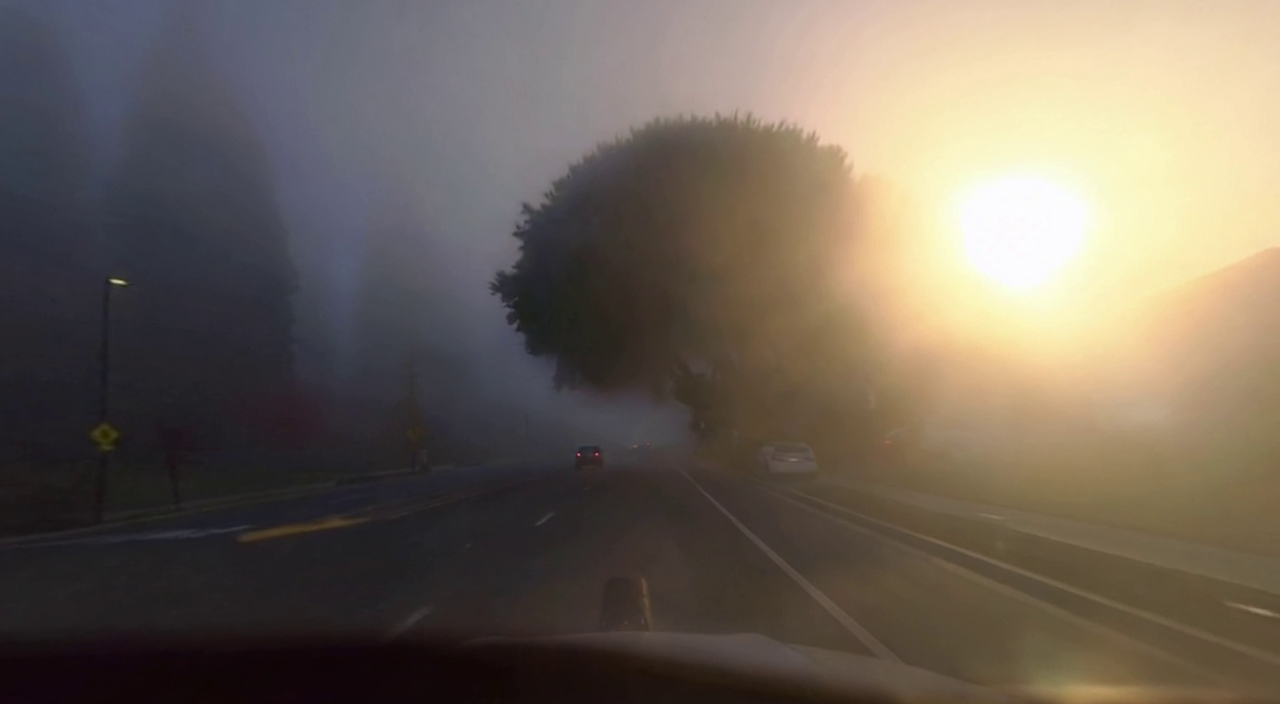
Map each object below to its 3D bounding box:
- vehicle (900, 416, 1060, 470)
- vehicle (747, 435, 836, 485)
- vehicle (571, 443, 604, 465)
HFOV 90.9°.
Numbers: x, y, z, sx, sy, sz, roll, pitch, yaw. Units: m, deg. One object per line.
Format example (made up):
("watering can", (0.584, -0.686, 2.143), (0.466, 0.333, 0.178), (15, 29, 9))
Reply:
("vehicle", (10.950, 2.977, 20.590), (4.037, 1.673, 1.983), (0, -9, 3))
("vehicle", (5.168, 3.764, 22.187), (1.995, 1.546, 4.474), (0, -9, 0))
("vehicle", (-3.625, 7.165, 44.366), (1.973, 1.400, 3.915), (0, -9, 1))
